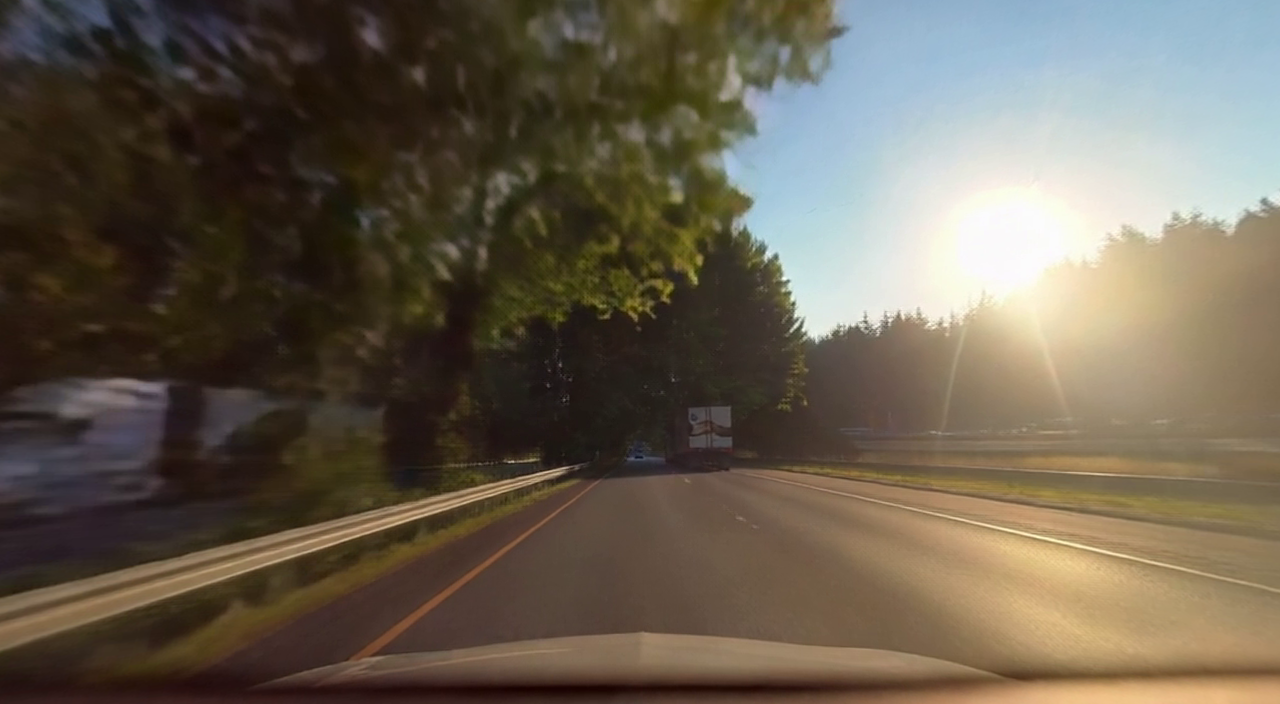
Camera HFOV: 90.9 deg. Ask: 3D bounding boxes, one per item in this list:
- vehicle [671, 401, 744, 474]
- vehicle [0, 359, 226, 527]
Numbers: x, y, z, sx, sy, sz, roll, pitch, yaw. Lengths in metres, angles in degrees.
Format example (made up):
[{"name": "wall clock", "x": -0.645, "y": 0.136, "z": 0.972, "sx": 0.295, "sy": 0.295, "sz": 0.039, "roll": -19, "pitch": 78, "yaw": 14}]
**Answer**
[{"name": "vehicle", "x": 3.893, "y": 5.604, "z": 40.337, "sx": 2.955, "sy": 3.825, "sz": 14.115, "roll": 0, "pitch": -9, "yaw": -1}, {"name": "vehicle", "x": -15.421, "y": 2.567, "z": 17.831, "sx": 3.090, "sy": 3.886, "sz": 6.253, "roll": 0, "pitch": -9, "yaw": -1}]
